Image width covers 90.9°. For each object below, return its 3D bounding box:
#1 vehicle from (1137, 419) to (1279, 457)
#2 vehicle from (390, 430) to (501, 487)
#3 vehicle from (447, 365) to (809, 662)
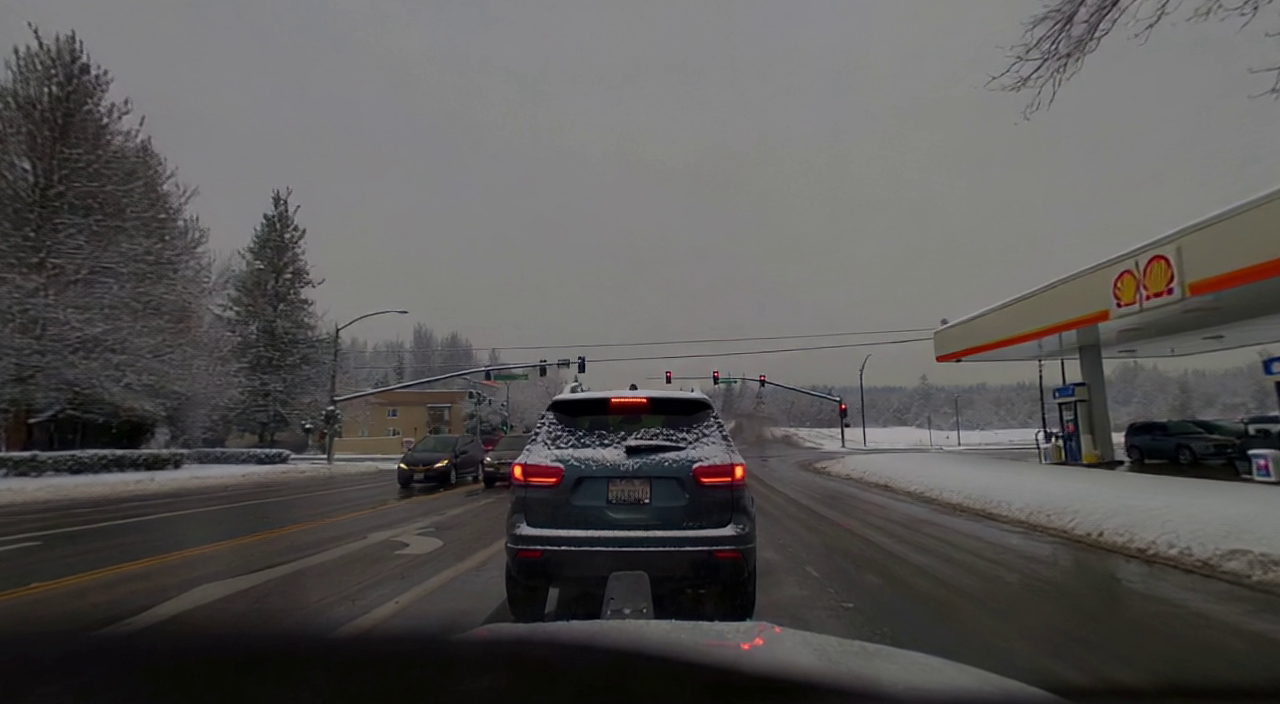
[{"bbox_3d":[25.945,3.962,28.780,4.551,1.616,1.973,-2,-9,11],"label":"vehicle"},{"bbox_3d":[-6.644,3.709,22.164,2.065,1.753,4.525,-1,-9,6],"label":"vehicle"},{"bbox_3d":[0.011,1.317,6.141,2.236,1.819,4.291,-1,-9,3],"label":"vehicle"}]
